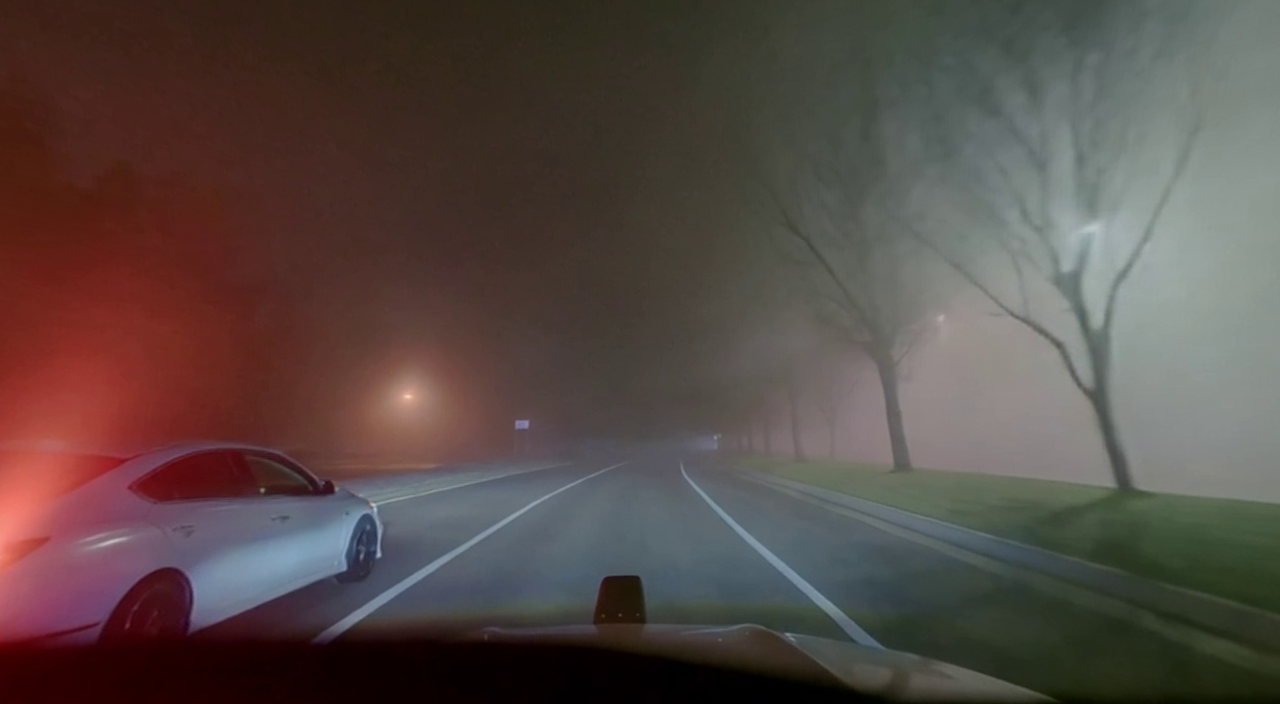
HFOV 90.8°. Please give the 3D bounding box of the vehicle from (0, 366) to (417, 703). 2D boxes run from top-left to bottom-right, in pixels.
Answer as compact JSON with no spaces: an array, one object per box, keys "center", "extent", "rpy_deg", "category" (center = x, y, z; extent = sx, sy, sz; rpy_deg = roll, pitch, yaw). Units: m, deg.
[{"center":[-3.251,1.095,4.216],"extent":[1.915,1.521,4.283],"rpy_deg":[0,-8,1],"category":"vehicle"}]
